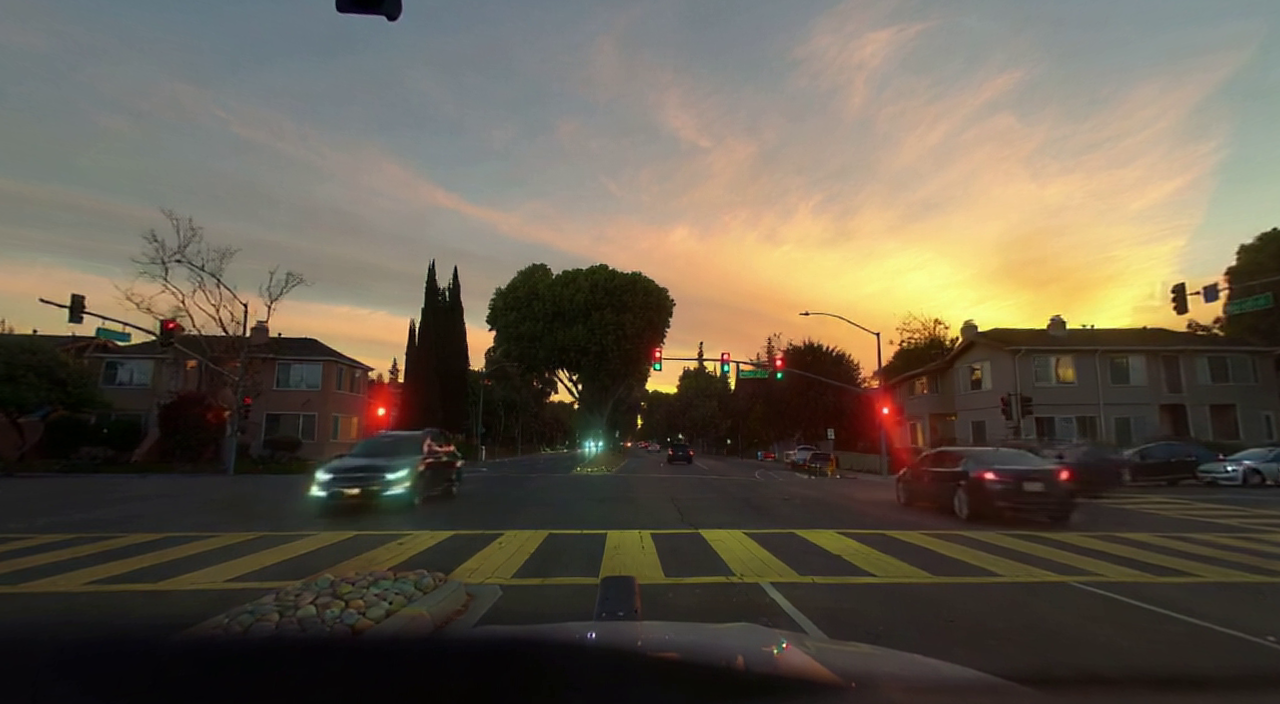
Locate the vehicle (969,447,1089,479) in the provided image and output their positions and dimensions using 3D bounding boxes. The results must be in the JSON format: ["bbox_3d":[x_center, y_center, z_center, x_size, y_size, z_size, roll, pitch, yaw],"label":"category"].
[{"bbox_3d":[19.748,5.632,32.224,4.874,1.544,1.779,0,-9,1],"label":"vehicle"}]

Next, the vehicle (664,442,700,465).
[{"bbox_3d":[2.752,6.760,42.324,1.947,1.467,4.455,0,-9,-1],"label":"vehicle"}]

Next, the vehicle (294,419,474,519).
[{"bbox_3d":[-4.983,2.336,13.063,2.025,1.704,4.104,0,-9,-1],"label":"vehicle"}]

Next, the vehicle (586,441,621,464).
[{"bbox_3d":[-2.381,6.710,42.283,2.045,1.484,3.991,0,-9,0],"label":"vehicle"}]

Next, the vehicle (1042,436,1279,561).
[{"bbox_3d":[7.995,2.123,10.019,1.961,1.494,4.438,-4,-9,23],"label":"vehicle"}]
